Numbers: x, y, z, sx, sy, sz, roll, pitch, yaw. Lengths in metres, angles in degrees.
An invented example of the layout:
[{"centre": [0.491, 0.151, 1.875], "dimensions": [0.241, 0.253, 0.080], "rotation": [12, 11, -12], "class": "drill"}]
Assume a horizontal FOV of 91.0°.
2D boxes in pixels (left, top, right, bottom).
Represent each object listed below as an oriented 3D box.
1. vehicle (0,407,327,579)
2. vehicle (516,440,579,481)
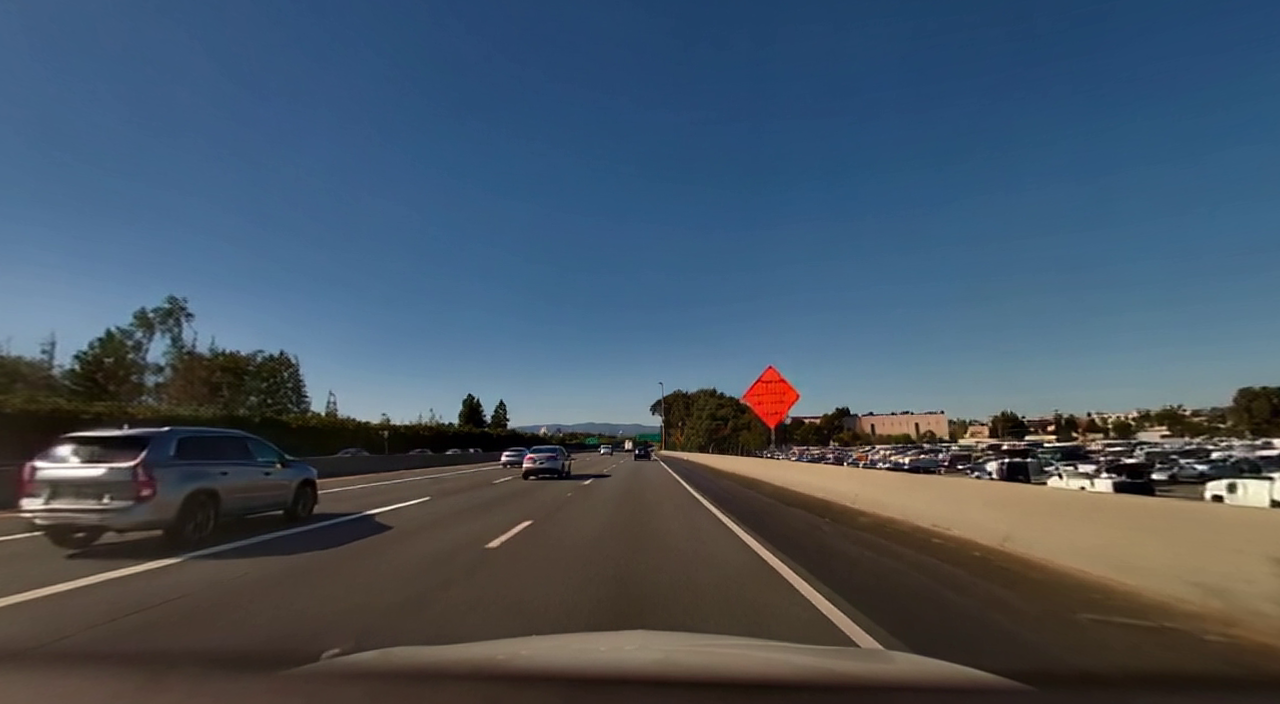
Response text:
[{"centre": [-7.203, 1.906, 9.477], "dimensions": [2.159, 1.807, 5.422], "rotation": [0, -9, 0], "class": "vehicle"}, {"centre": [-4.016, 4.802, 28.101], "dimensions": [2.070, 1.665, 4.213], "rotation": [0, -9, 1], "class": "vehicle"}]
